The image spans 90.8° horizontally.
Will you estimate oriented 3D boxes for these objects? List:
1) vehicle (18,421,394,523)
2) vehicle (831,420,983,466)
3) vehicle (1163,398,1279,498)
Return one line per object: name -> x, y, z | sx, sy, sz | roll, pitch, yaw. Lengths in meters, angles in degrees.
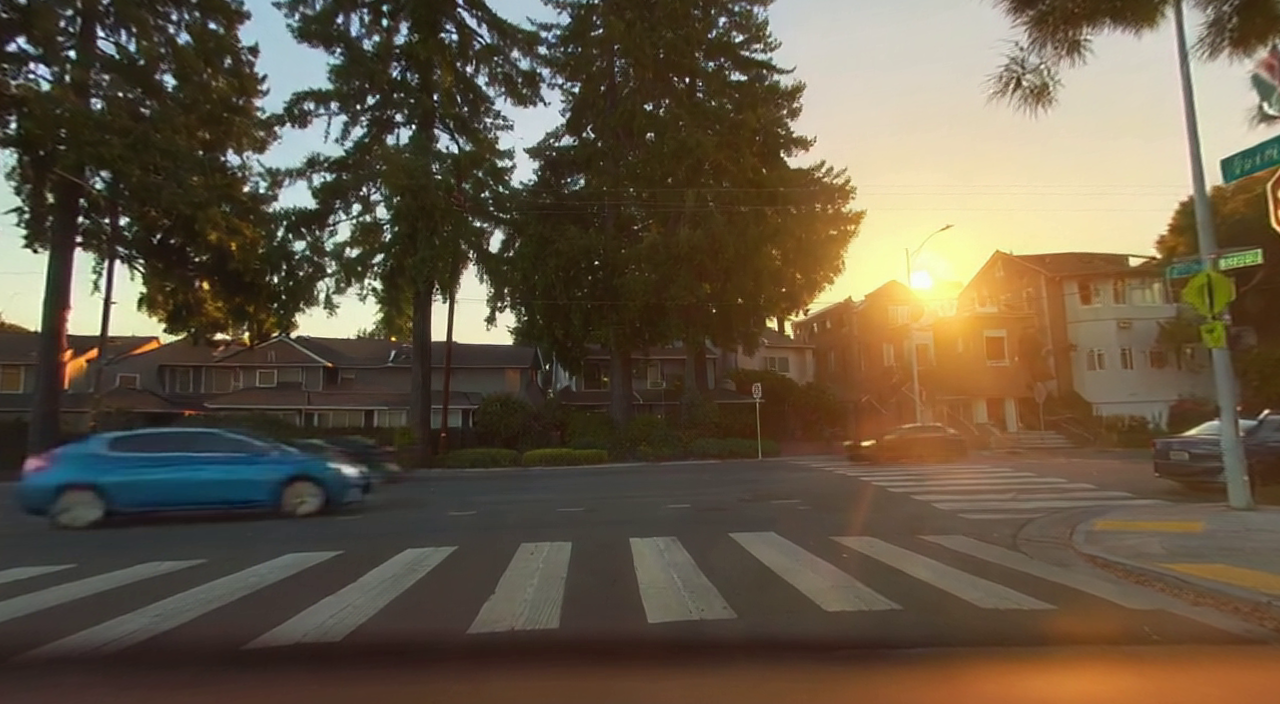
vehicle -> -7.048, 2.005, 11.031 | 4.990, 1.454, 1.875 | 3, -9, -23
vehicle -> 9.172, 3.145, 21.850 | 4.548, 1.469, 1.864 | 2, -9, -13
vehicle -> 12.805, 1.803, 11.965 | 4.208, 1.685, 2.014 | 1, -8, -8
